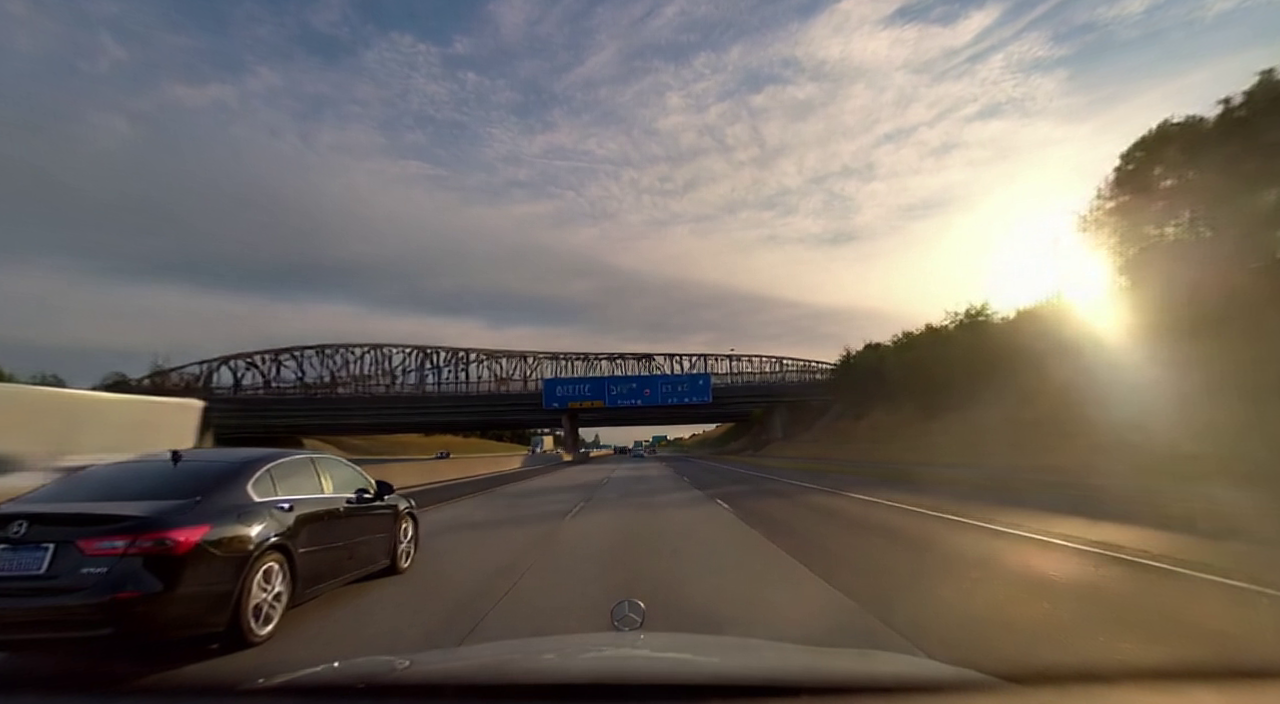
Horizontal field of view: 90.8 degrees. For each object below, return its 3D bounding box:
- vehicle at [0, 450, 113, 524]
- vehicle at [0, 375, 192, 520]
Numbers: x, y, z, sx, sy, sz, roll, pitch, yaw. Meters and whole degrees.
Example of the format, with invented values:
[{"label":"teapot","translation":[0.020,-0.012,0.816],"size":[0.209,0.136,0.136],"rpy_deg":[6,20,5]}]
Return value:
[{"label":"vehicle","translation":[-15.000,3.044,14.401],"size":[1.944,1.603,4.591],"rpy_deg":[0,-9,0]},{"label":"vehicle","translation":[-18.758,2.900,19.082],"size":[2.915,3.862,10.009],"rpy_deg":[0,-9,0]}]
